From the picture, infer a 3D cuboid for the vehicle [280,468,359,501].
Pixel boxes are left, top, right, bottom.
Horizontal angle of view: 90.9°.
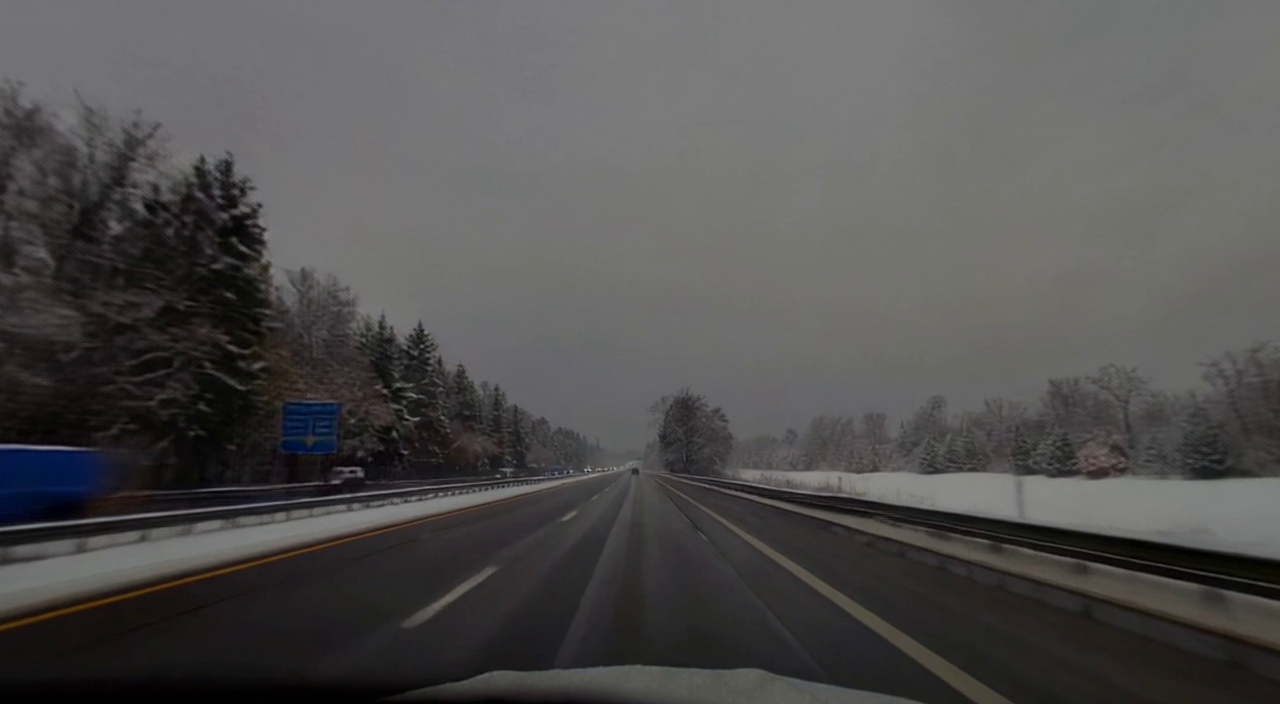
[{"bbox_3d":[-17.061,7.072,33.795,2.059,1.605,4.041,1,-10,0],"label":"vehicle"}]
